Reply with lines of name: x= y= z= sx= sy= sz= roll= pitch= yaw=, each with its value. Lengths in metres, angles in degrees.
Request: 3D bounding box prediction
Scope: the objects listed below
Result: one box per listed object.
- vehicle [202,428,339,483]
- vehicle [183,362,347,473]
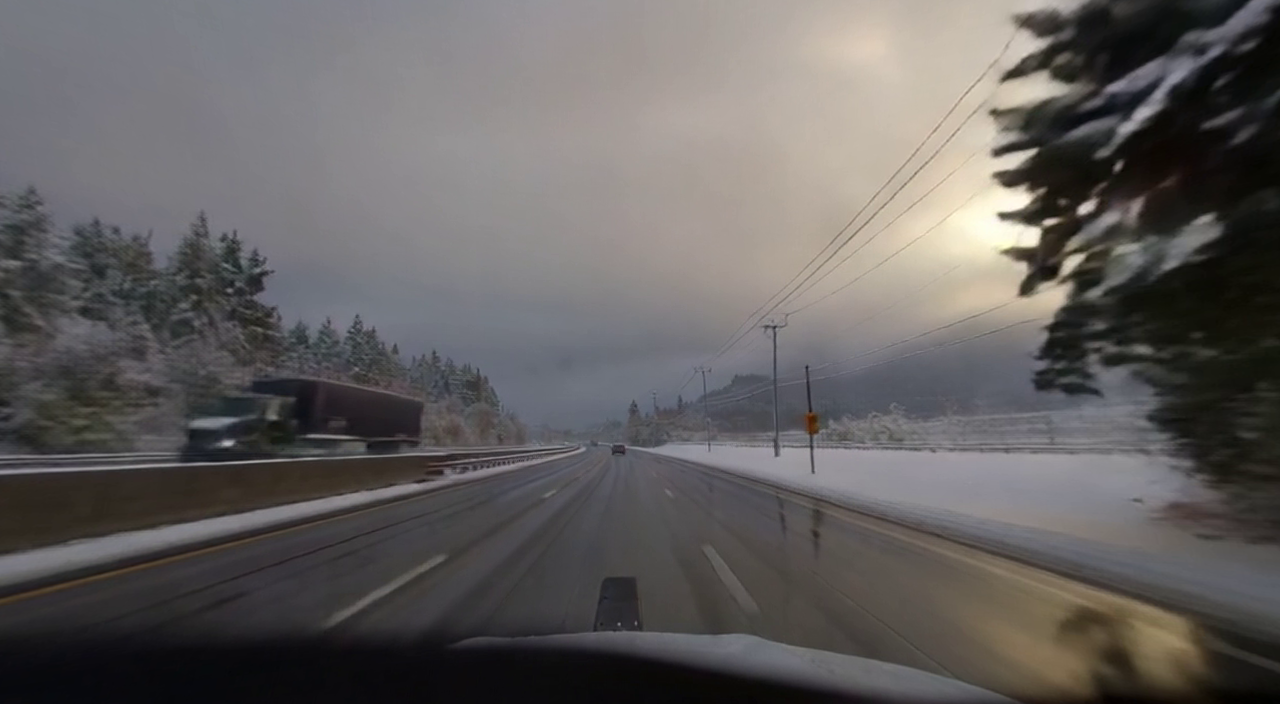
vehicle: x=-11.574 y=3.274 z=19.983 sx=1.979 sy=1.563 sz=3.902 roll=0 pitch=-9 yaw=0
vehicle: x=-15.623 y=2.935 z=26.853 sx=3.034 sy=4.160 sz=6.120 roll=0 pitch=-9 yaw=0
